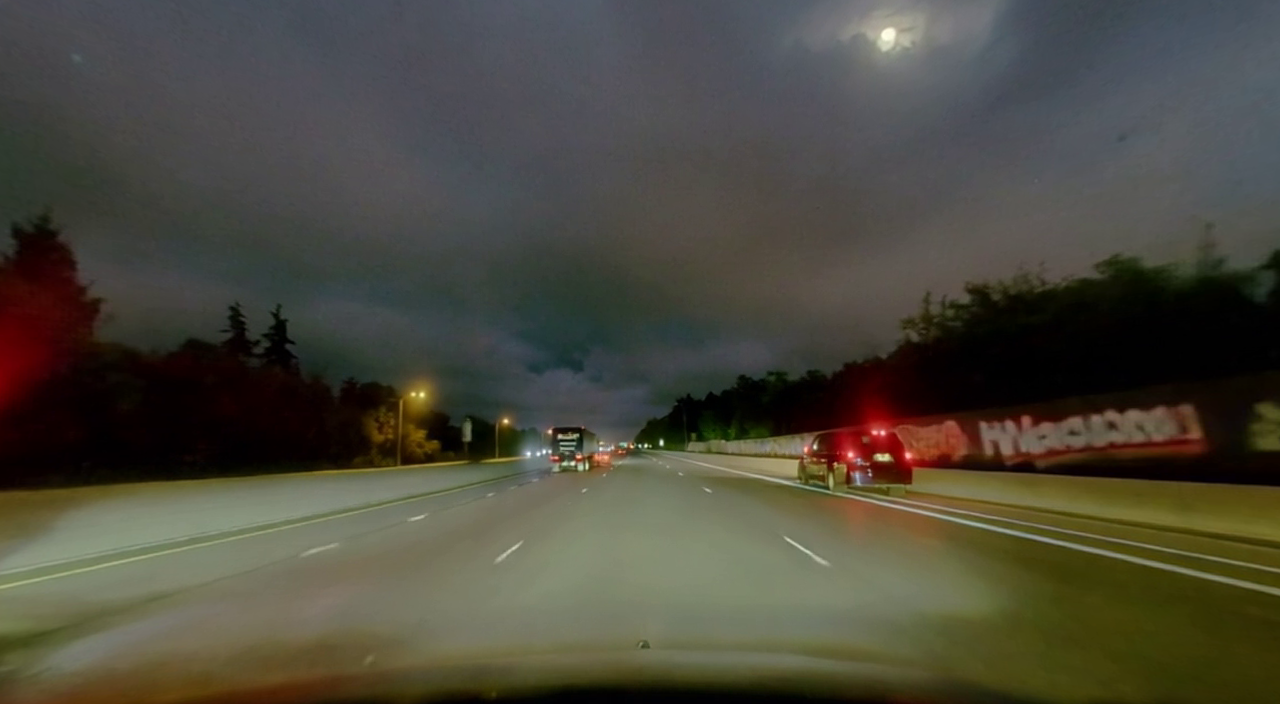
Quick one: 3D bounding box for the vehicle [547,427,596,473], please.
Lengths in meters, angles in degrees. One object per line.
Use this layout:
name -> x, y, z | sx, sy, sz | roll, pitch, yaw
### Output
vehicle -> -3.986, 5.820, 37.476 | 2.305, 2.517, 5.486 | 0, -9, 0
